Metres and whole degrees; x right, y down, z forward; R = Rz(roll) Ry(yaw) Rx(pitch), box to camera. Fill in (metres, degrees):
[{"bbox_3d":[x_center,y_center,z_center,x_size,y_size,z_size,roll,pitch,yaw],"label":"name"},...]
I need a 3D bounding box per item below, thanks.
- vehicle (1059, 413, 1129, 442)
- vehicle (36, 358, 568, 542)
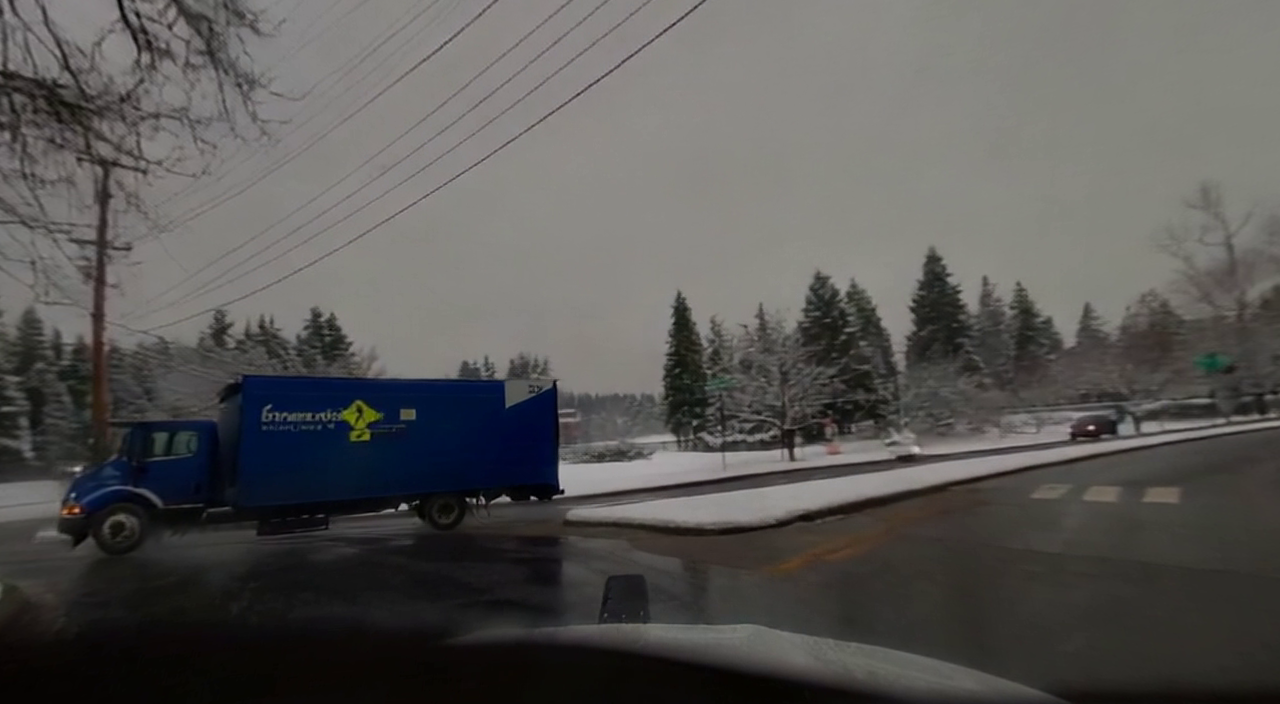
[{"bbox_3d":[25.867,4.328,35.731,4.075,1.523,1.837,5,-10,-34],"label":"vehicle"},{"bbox_3d":[-6.747,2.168,14.396,9.680,3.326,2.838,3,-9,-19],"label":"vehicle"}]
